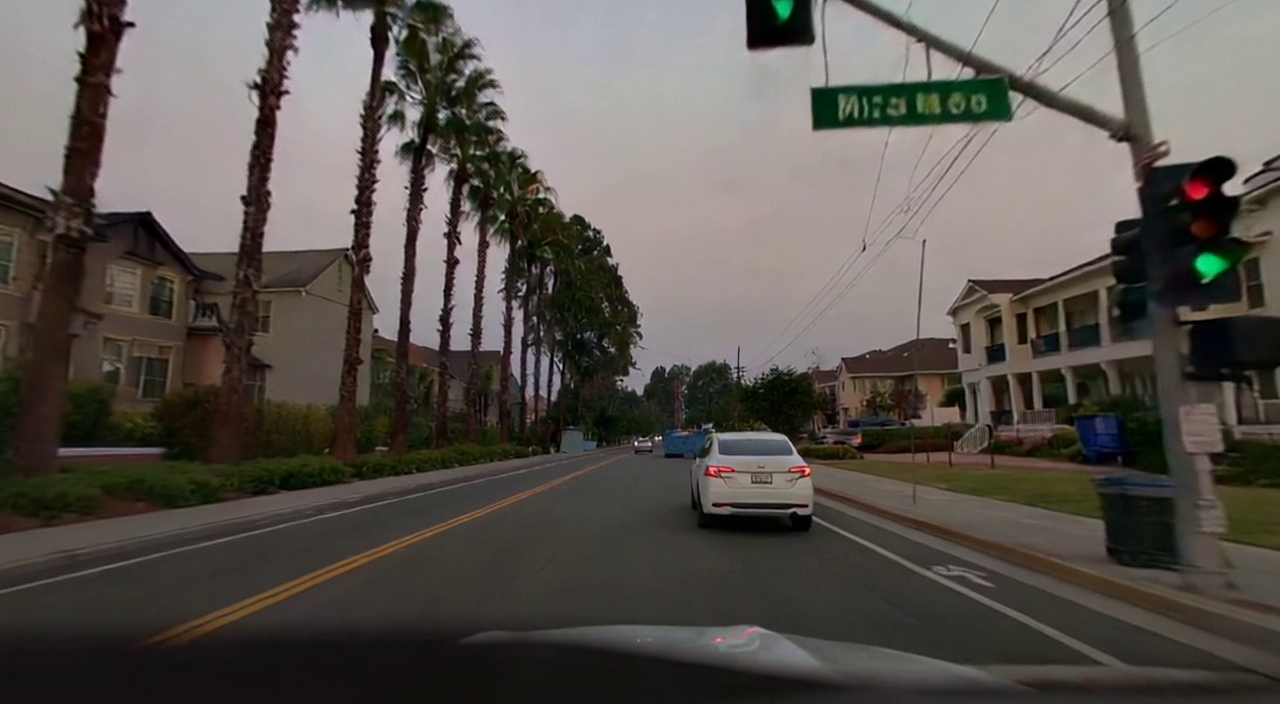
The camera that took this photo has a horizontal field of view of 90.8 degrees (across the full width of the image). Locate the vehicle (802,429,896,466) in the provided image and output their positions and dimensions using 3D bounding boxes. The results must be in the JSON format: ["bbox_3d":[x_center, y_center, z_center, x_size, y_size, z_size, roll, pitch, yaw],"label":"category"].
[{"bbox_3d":[9.583,4.367,28.920,4.255,1.566,1.923,6,-10,-36],"label":"vehicle"}]

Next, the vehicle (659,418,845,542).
[{"bbox_3d":[1.489,1.964,10.337,2.096,1.552,4.519,0,-9,-2],"label":"vehicle"}]

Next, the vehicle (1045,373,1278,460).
[{"bbox_3d":[17.619,2.216,21.609,5.880,2.540,2.003,-3,-7,2],"label":"vehicle"}]
